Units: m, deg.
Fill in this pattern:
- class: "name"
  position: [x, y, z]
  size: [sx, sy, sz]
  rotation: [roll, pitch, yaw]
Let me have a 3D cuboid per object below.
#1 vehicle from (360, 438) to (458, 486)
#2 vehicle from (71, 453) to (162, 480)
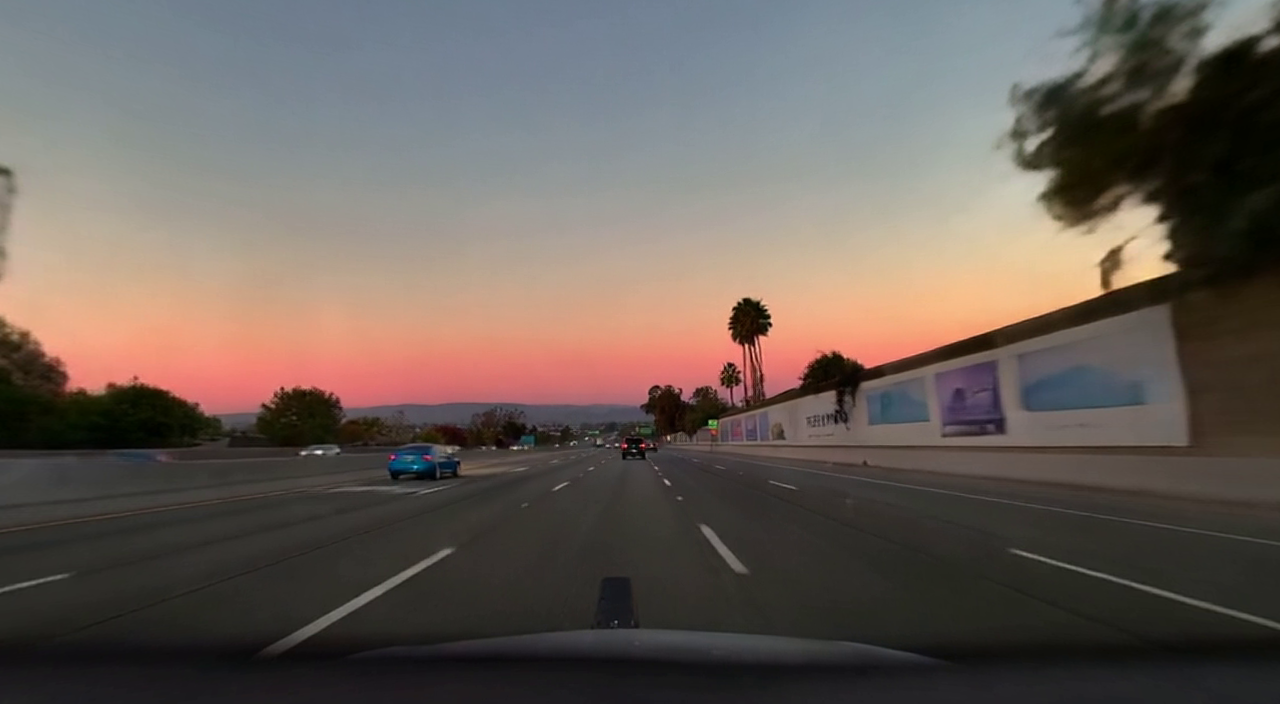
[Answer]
- class: "vehicle"
  position: [-8.393, 4.030, 23.441]
  size: [1.971, 1.552, 4.465]
  rotation: [0, -9, 0]
- class: "vehicle"
  position: [-30.076, 6.585, 36.453]
  size: [1.852, 1.420, 3.963]
  rotation: [0, -9, -1]
